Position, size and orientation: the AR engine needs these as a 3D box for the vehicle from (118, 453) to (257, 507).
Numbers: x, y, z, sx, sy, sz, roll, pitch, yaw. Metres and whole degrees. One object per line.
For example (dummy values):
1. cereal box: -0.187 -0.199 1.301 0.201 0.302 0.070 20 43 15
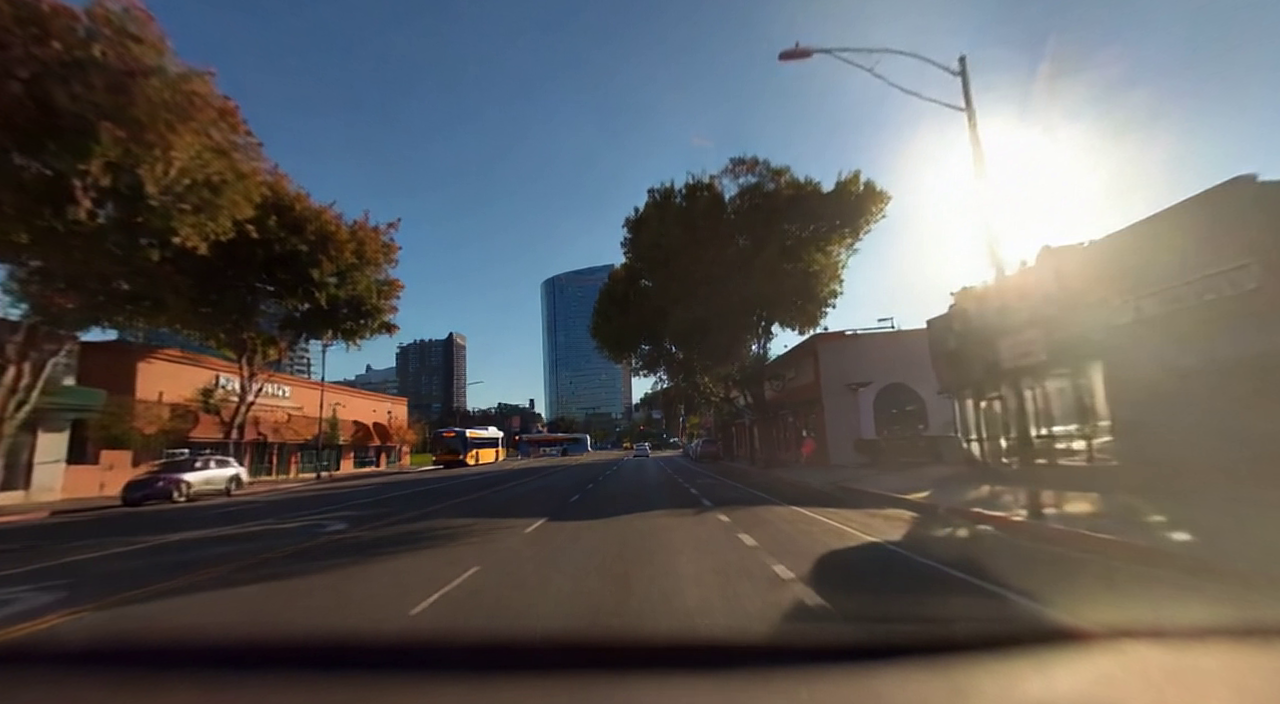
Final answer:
1. vehicle: -17.387 4.887 24.566 1.896 1.844 4.620 0 -9 1

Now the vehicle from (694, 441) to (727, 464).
1. vehicle: 5.286 7.626 47.805 2.014 1.681 4.332 0 -9 0

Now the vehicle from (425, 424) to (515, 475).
1. vehicle: -12.556 7.428 48.202 3.356 3.365 12.460 0 -9 0
